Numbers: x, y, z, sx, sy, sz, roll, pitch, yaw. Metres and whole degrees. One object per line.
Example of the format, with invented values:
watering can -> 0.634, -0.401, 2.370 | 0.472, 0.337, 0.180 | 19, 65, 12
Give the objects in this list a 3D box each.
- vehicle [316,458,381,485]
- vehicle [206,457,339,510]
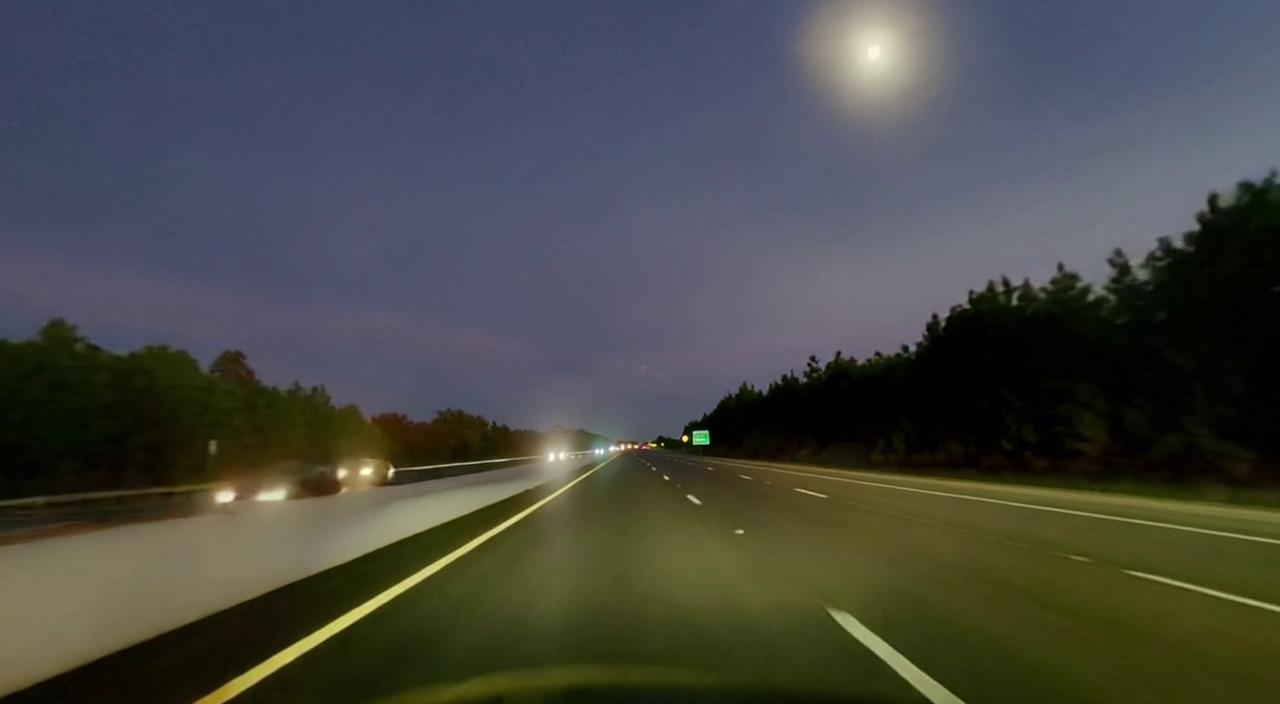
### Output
vehicle -> -17.845, 7.327, 38.841 | 1.894, 1.475, 4.484 | 0, -9, -1
vehicle -> -12.448, 4.441, 21.813 | 1.867, 1.534, 4.679 | 0, -9, -1
